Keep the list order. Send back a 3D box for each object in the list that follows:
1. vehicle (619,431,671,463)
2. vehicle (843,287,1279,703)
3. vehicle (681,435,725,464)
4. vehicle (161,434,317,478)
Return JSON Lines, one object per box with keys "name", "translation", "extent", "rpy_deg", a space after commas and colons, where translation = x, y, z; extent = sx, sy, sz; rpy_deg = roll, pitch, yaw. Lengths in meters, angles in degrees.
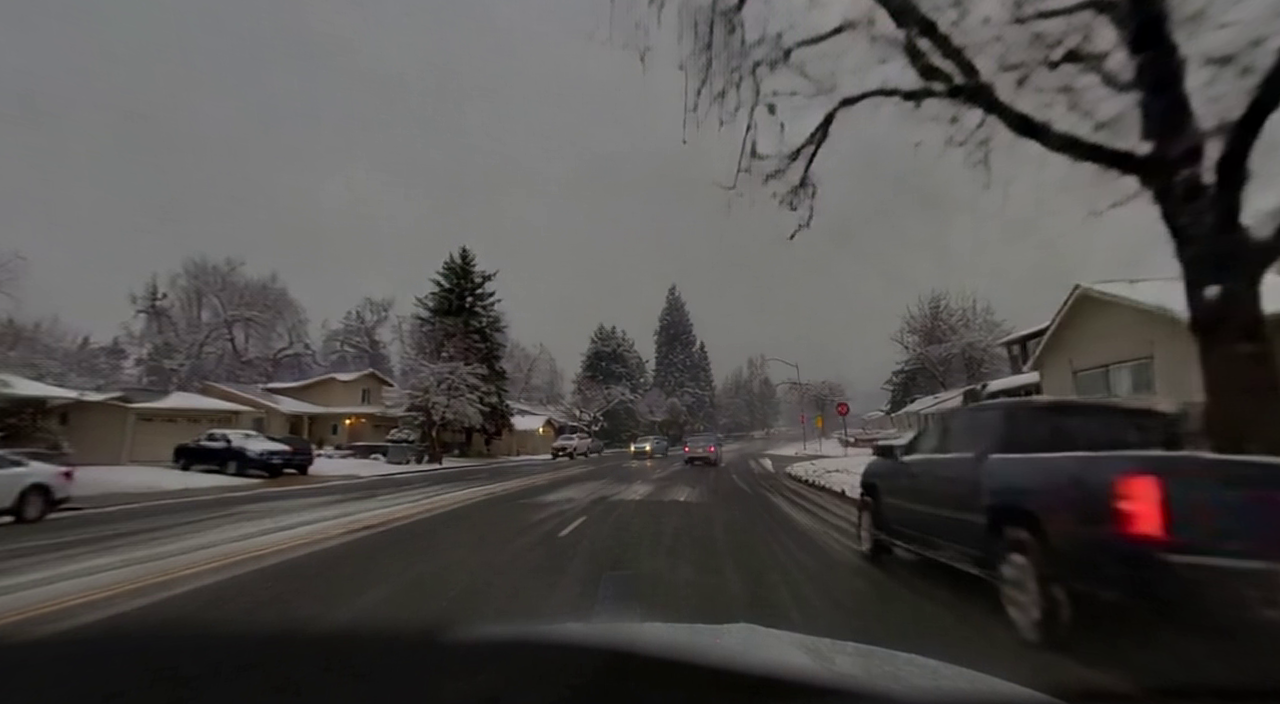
{"name": "vehicle", "translation": [0.368, 5.409, 36.088], "extent": [2.178, 1.695, 4.339], "rpy_deg": [-2, -8, 11]}
{"name": "vehicle", "translation": [3.695, 1.144, 5.153], "extent": [2.516, 2.019, 5.790], "rpy_deg": [0, -8, 4]}
{"name": "vehicle", "translation": [3.463, 5.206, 33.816], "extent": [1.955, 1.459, 4.383], "rpy_deg": [-1, -8, 11]}
{"name": "vehicle", "translation": [-17.069, 4.453, 26.999], "extent": [5.177, 1.779, 2.199], "rpy_deg": [0, -8, 1]}
